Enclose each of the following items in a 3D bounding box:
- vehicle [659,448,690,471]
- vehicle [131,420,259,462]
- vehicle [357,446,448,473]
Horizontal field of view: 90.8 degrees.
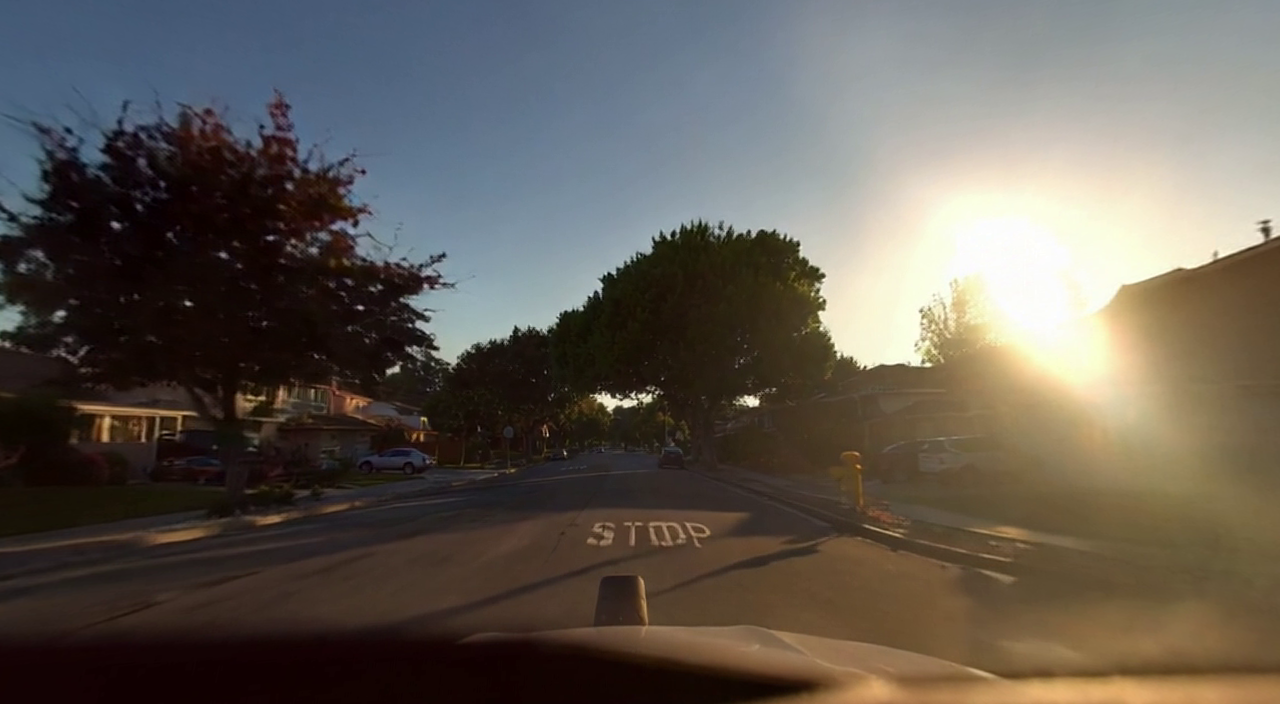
[{"bbox_3d":[2.465,7.796,45.978,1.975,1.528,4.000,0,-9,0],"label":"vehicle"},{"bbox_3d":[-19.227,3.879,27.453,4.093,1.661,1.765,0,-9,-6],"label":"vehicle"},{"bbox_3d":[-13.966,6.363,37.356,4.572,1.522,1.999,1,-9,-5],"label":"vehicle"}]
